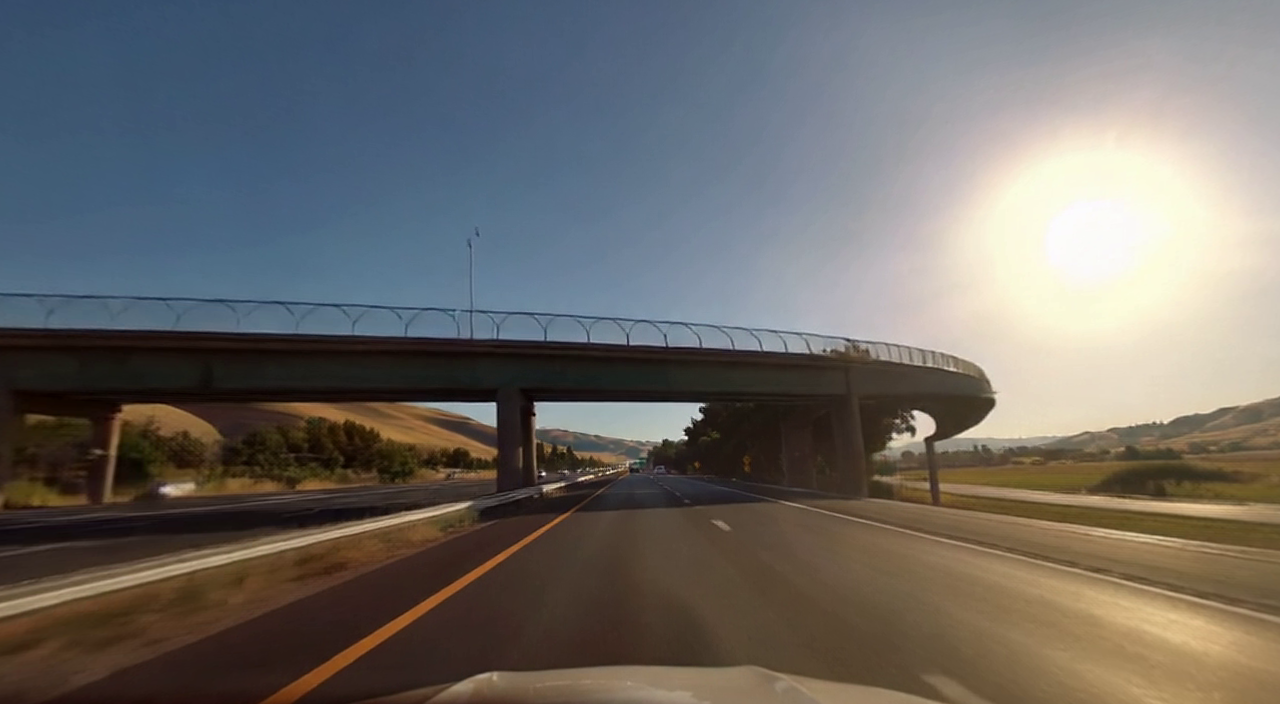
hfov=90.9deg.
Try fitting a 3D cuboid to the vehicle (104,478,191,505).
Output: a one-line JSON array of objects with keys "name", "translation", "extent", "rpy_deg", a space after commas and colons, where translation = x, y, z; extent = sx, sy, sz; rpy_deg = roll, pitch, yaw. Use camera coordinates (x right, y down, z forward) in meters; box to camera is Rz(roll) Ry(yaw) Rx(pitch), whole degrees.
[{"name": "vehicle", "translation": [-30.051, 8.491, 38.619], "extent": [1.812, 1.448, 4.317], "rpy_deg": [1, -10, 1]}]
